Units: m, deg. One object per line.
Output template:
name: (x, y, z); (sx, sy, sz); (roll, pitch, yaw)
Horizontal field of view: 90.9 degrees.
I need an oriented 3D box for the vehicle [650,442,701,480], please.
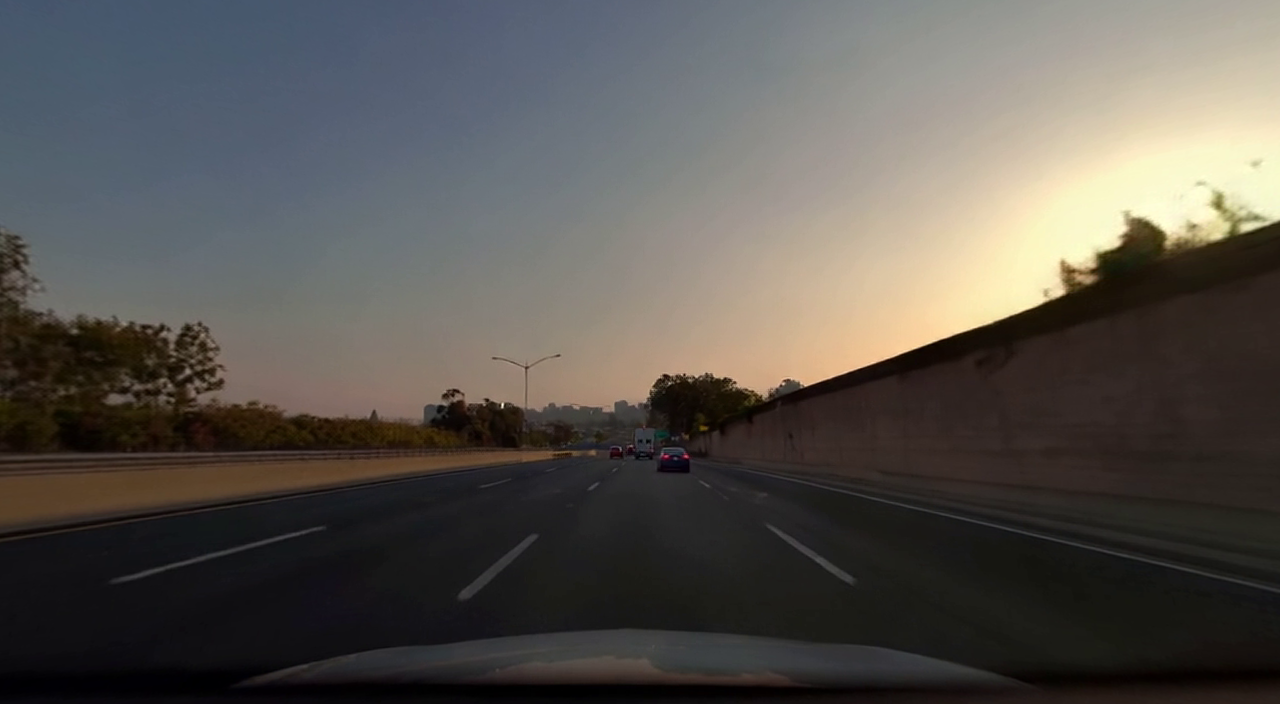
vehicle: (1.512, 4.894, 28.494); (1.973, 1.536, 4.337); (0, -9, -1)
